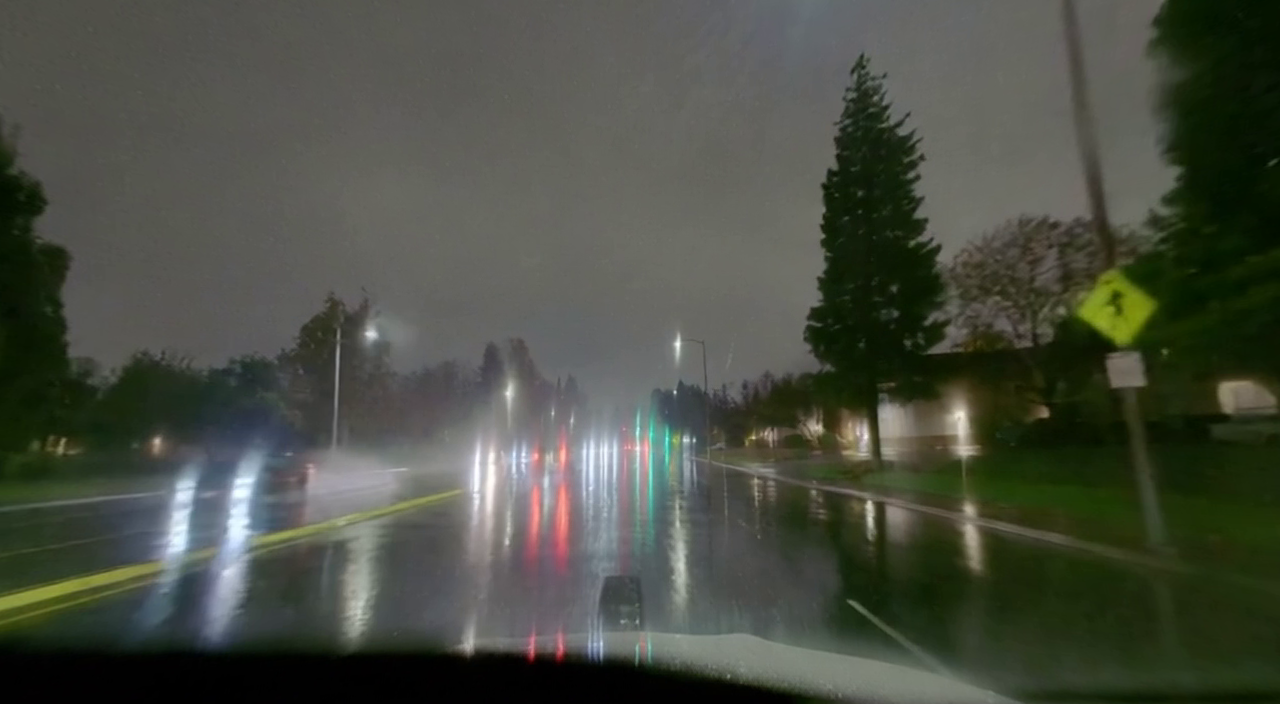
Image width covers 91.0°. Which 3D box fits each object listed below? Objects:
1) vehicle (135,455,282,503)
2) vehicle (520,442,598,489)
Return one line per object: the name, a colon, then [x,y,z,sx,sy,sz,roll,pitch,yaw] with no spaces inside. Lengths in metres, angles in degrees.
vehicle: [-15.433,4.526,22.888,1.948,1.492,4.536,-1,-9,3]
vehicle: [-2.803,4.058,22.902,2.106,1.517,4.375,-1,-9,2]
